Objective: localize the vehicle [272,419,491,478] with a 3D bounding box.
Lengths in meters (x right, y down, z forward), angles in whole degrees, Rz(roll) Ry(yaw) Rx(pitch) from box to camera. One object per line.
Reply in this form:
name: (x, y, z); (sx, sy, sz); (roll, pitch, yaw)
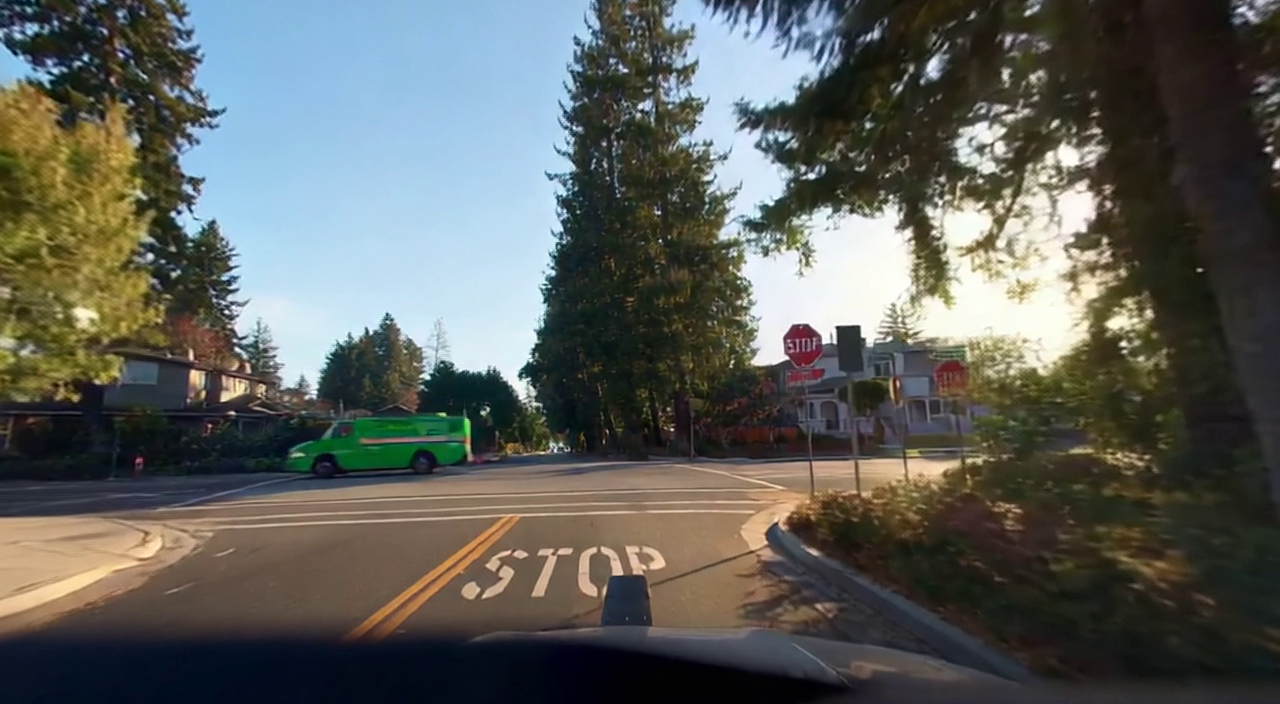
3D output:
vehicle: (-9.063, 3.469, 22.873); (6.877, 1.941, 2.405); (1, -8, -8)
